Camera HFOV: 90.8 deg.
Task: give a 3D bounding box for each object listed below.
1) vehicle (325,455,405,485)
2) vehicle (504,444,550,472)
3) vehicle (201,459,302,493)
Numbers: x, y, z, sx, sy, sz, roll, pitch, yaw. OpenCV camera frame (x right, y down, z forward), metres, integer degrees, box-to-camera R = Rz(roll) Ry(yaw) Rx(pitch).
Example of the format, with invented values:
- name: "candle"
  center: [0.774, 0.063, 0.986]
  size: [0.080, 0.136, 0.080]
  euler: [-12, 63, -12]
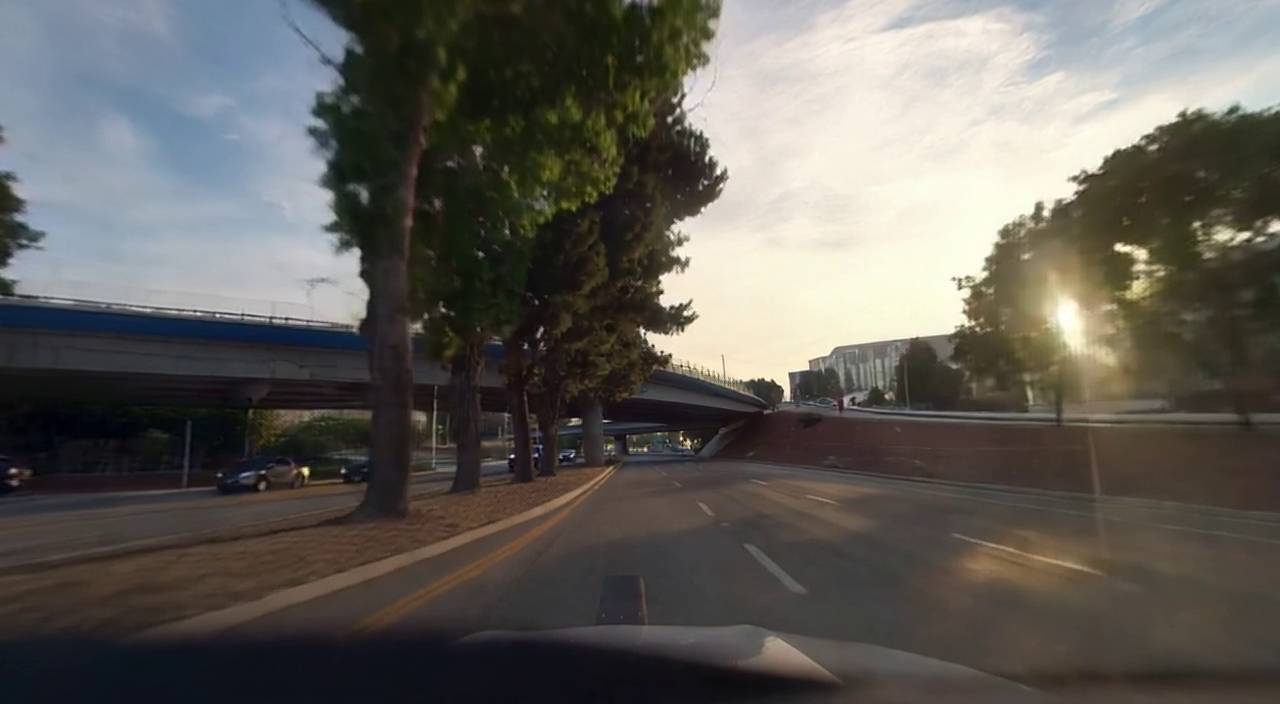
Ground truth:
- name: "vehicle"
  center: [-15.157, 6.510, 35.214]
  size: [2.167, 1.506, 4.924]
  euler: [0, -9, 1]
- name: "vehicle"
  center: [-8.480, 7.954, 47.809]
  size: [2.312, 1.970, 5.878]
  euler: [0, -9, 1]
- name: "vehicle"
  center: [-19.057, 6.074, 31.289]
  size: [2.001, 1.468, 4.746]
  euler: [0, -9, 0]
